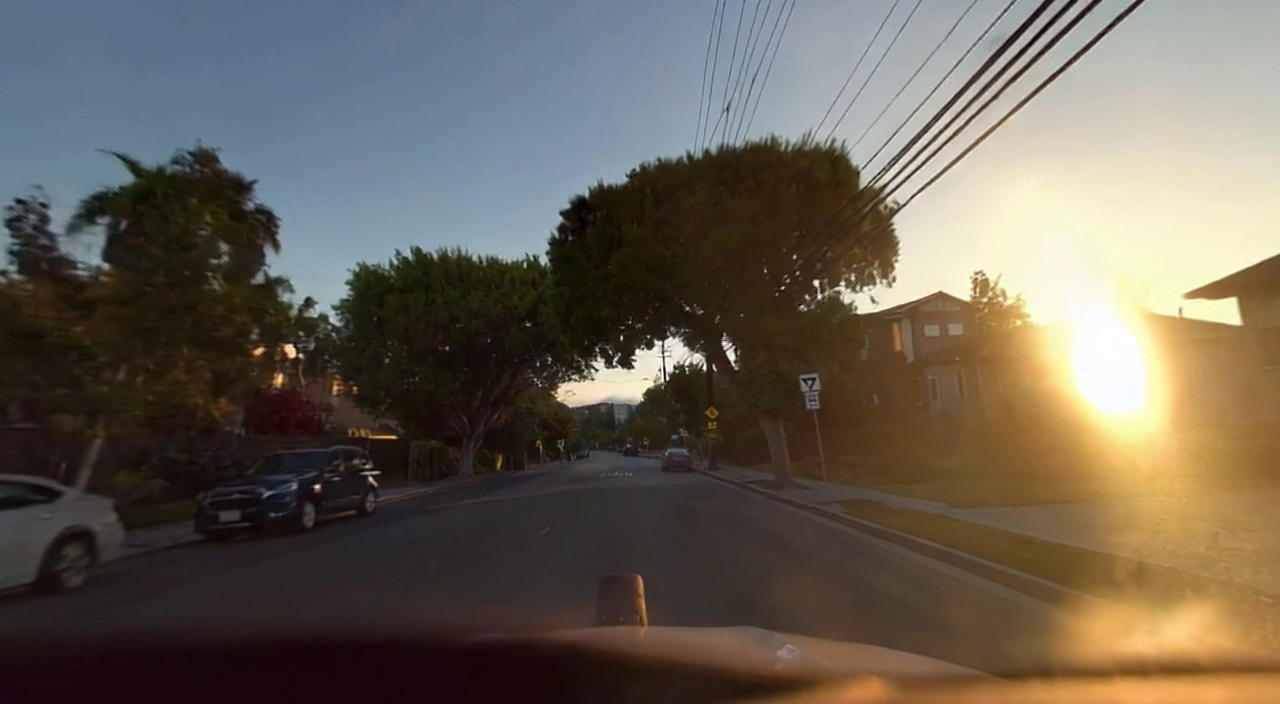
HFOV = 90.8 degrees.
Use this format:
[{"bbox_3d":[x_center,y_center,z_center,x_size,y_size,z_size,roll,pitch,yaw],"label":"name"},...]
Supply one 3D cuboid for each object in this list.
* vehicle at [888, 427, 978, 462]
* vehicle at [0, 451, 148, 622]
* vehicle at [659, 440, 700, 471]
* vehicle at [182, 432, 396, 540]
[{"bbox_3d":[13.840,4.392,29.896,3.645,1.532,1.806,-5,-10,29],"label":"vehicle"},{"bbox_3d":[-7.051,1.736,5.729,2.041,1.587,3.920,-2,-9,-1],"label":"vehicle"},{"bbox_3d":[2.284,6.181,37.834,1.971,1.710,4.210,0,-9,-3],"label":"vehicle"},{"bbox_3d":[-7.218,2.786,13.694,2.135,1.787,4.452,-4,-9,0],"label":"vehicle"}]
